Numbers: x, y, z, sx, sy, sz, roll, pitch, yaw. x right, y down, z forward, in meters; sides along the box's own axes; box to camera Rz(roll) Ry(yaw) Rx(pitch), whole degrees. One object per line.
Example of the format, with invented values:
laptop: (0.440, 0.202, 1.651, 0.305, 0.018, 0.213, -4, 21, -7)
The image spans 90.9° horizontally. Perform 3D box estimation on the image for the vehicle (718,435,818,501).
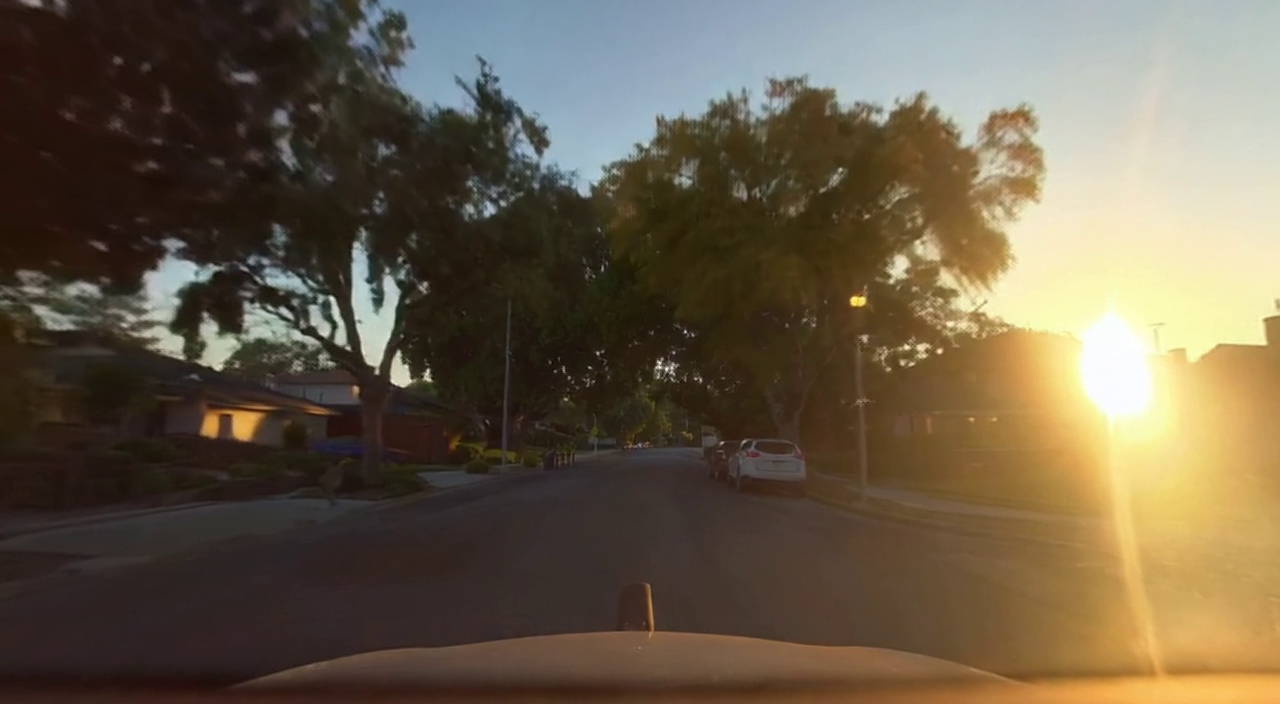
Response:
vehicle: (3.753, 3.464, 19.364, 2.046, 1.760, 4.570, 0, -8, -1)

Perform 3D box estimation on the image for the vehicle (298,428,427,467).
vehicle: (-12.592, 4.353, 28.767, 4.906, 1.564, 1.988, 1, -8, 6)
